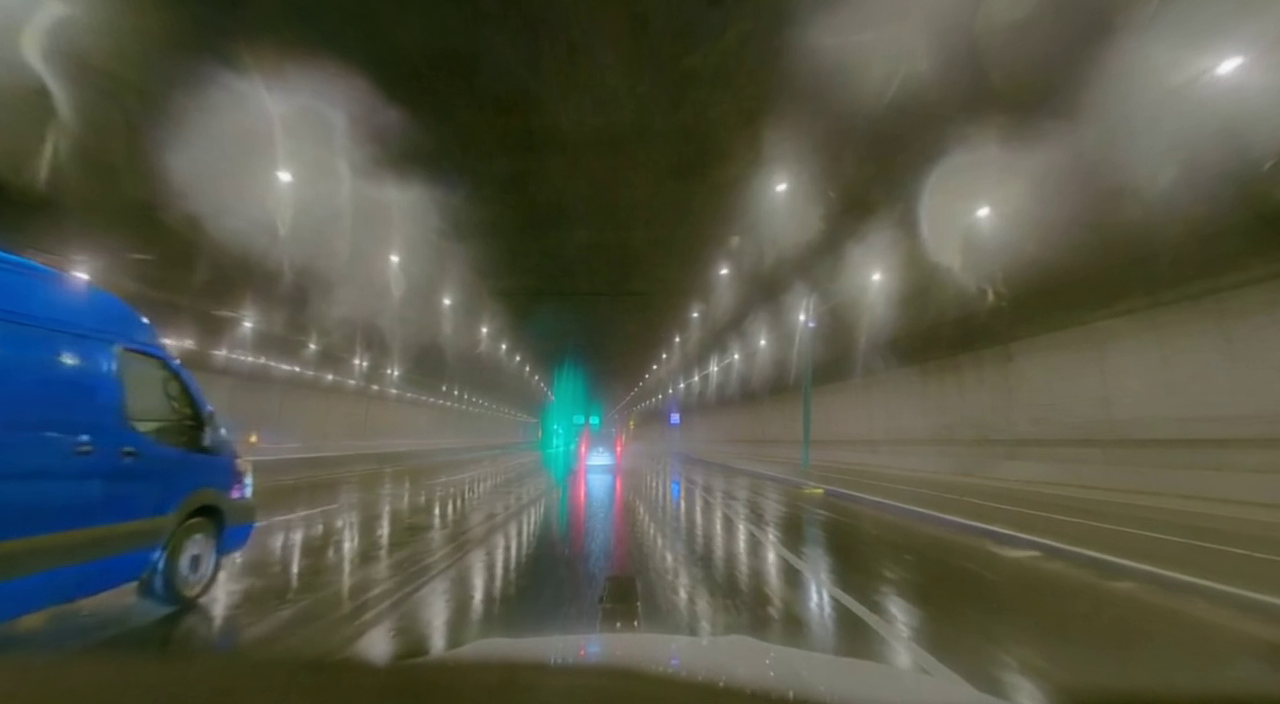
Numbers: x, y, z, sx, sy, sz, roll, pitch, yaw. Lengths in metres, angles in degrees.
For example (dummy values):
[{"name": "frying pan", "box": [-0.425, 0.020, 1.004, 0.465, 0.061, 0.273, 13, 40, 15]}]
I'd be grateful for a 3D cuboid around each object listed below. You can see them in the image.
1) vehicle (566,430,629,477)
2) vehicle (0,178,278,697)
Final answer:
[{"name": "vehicle", "box": [-1.448, 3.649, 22.985, 2.095, 1.553, 4.069, 0, -8, -1]}, {"name": "vehicle", "box": [-4.259, 0.352, 2.547, 2.404, 2.459, 5.229, 0, -8, 0]}]
